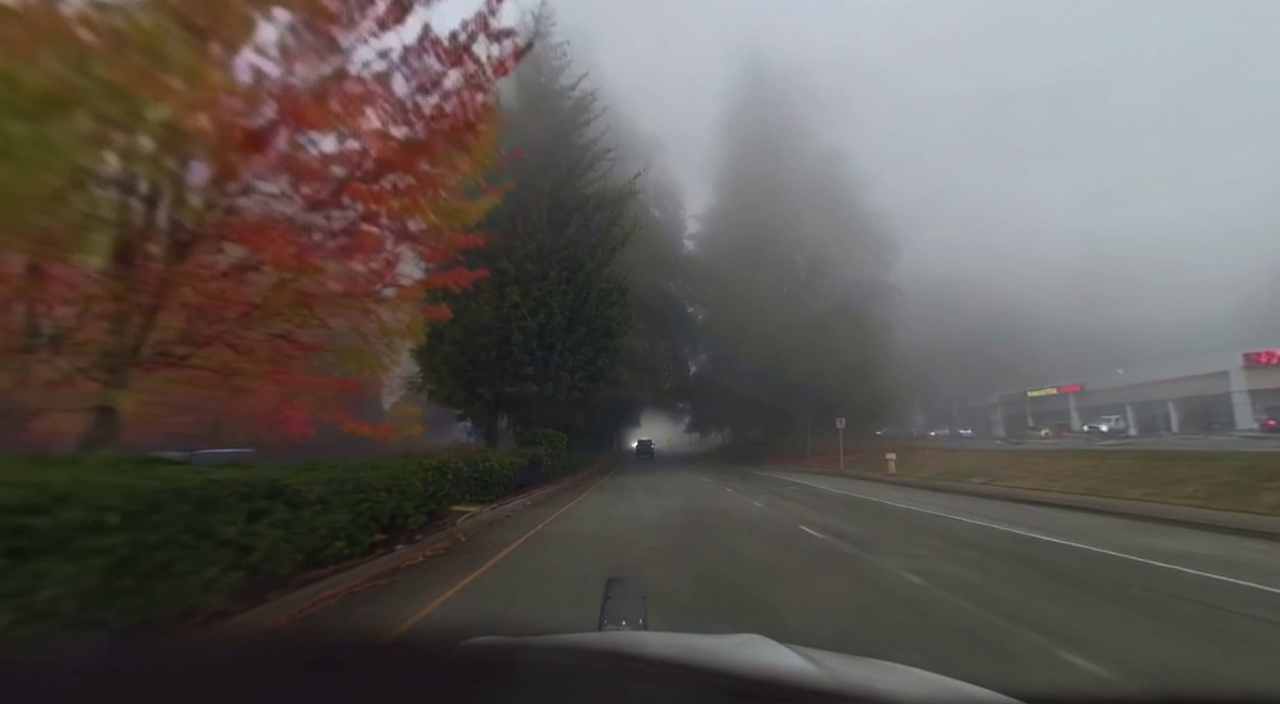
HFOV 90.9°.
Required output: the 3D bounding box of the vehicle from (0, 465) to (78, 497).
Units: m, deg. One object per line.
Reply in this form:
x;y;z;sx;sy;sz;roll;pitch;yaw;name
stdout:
-34.115;7.155;35.191;1.784;1.536;3.893;0;-8;3;vehicle
